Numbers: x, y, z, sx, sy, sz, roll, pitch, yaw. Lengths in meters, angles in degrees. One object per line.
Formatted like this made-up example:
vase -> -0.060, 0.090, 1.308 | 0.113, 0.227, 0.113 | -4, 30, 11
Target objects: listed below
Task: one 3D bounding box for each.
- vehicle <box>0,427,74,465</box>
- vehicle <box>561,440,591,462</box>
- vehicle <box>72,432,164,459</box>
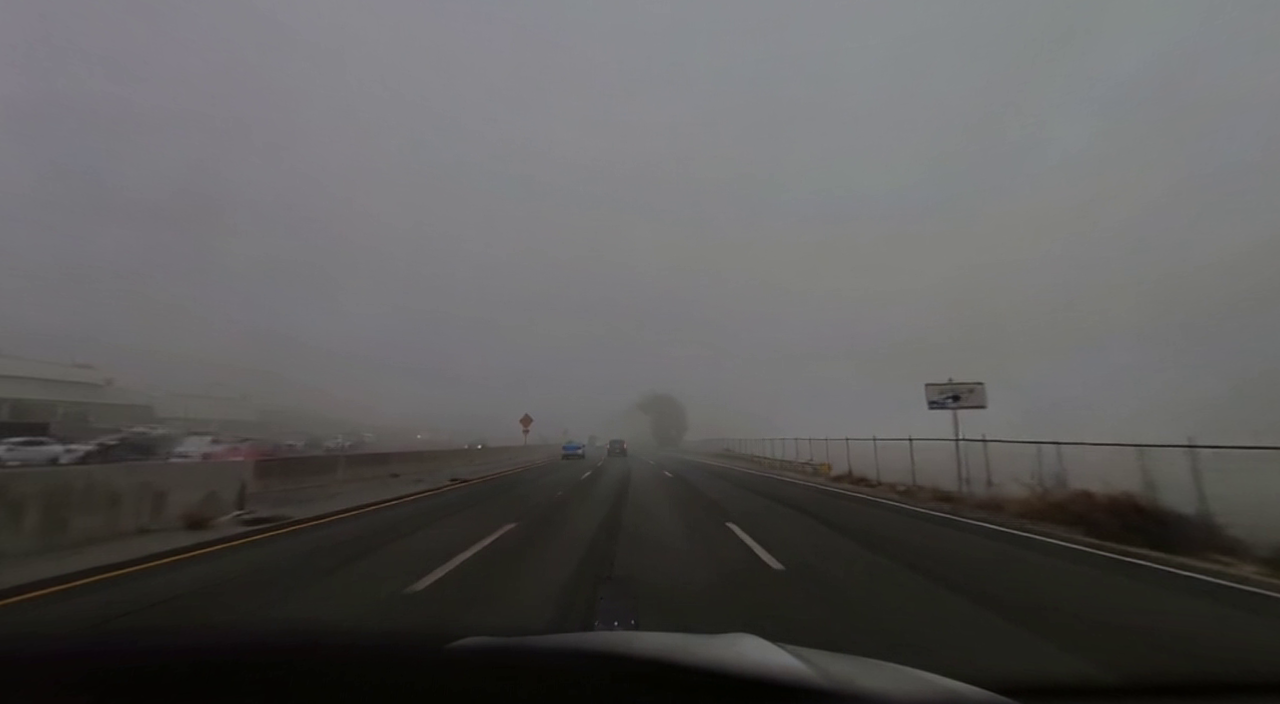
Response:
vehicle -> -30.026, 4.432, 29.694 | 4.484, 1.727, 1.980 | 0, -8, -5
vehicle -> -4.806, 7.462, 47.813 | 2.045, 1.547, 4.162 | 0, -8, -2
vehicle -> -30.346, 5.435, 36.670 | 3.552, 1.415, 1.847 | 3, -7, -6
